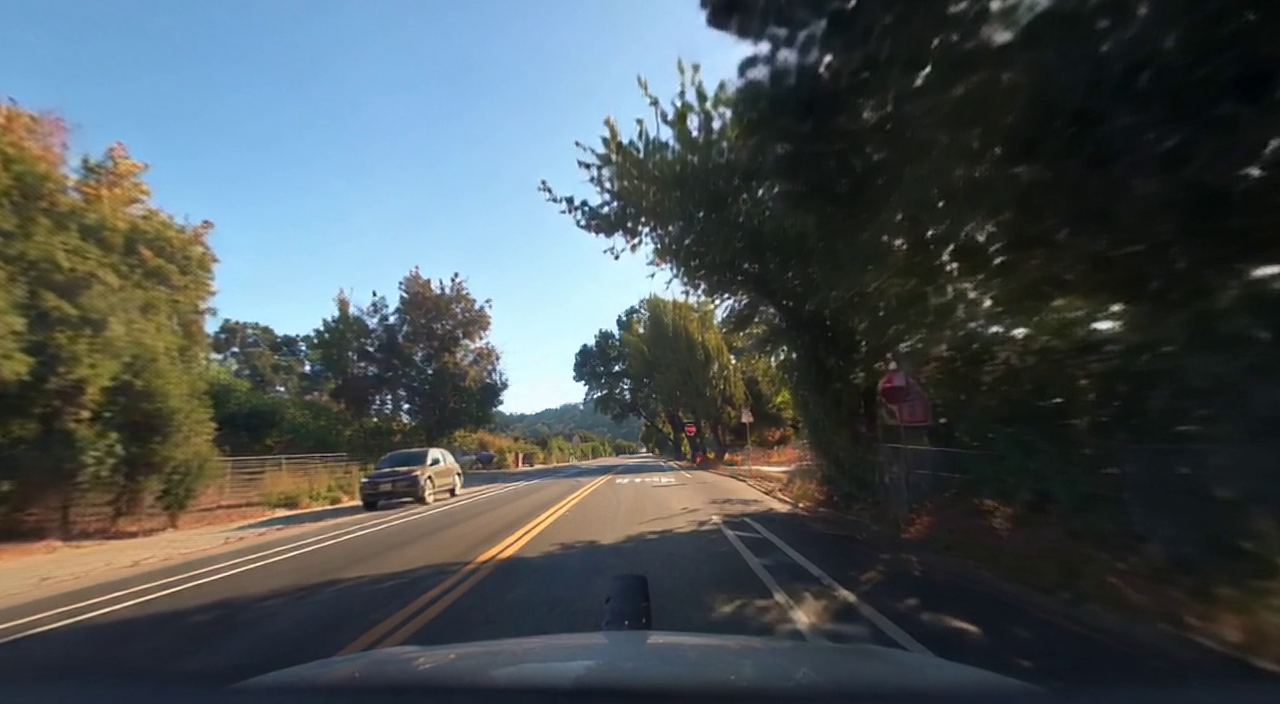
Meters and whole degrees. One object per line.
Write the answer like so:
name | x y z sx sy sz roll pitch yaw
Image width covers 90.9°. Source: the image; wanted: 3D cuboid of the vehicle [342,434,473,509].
vehicle | -6.333 3.344 17.831 1.992 1.797 4.372 -2 -10 1
